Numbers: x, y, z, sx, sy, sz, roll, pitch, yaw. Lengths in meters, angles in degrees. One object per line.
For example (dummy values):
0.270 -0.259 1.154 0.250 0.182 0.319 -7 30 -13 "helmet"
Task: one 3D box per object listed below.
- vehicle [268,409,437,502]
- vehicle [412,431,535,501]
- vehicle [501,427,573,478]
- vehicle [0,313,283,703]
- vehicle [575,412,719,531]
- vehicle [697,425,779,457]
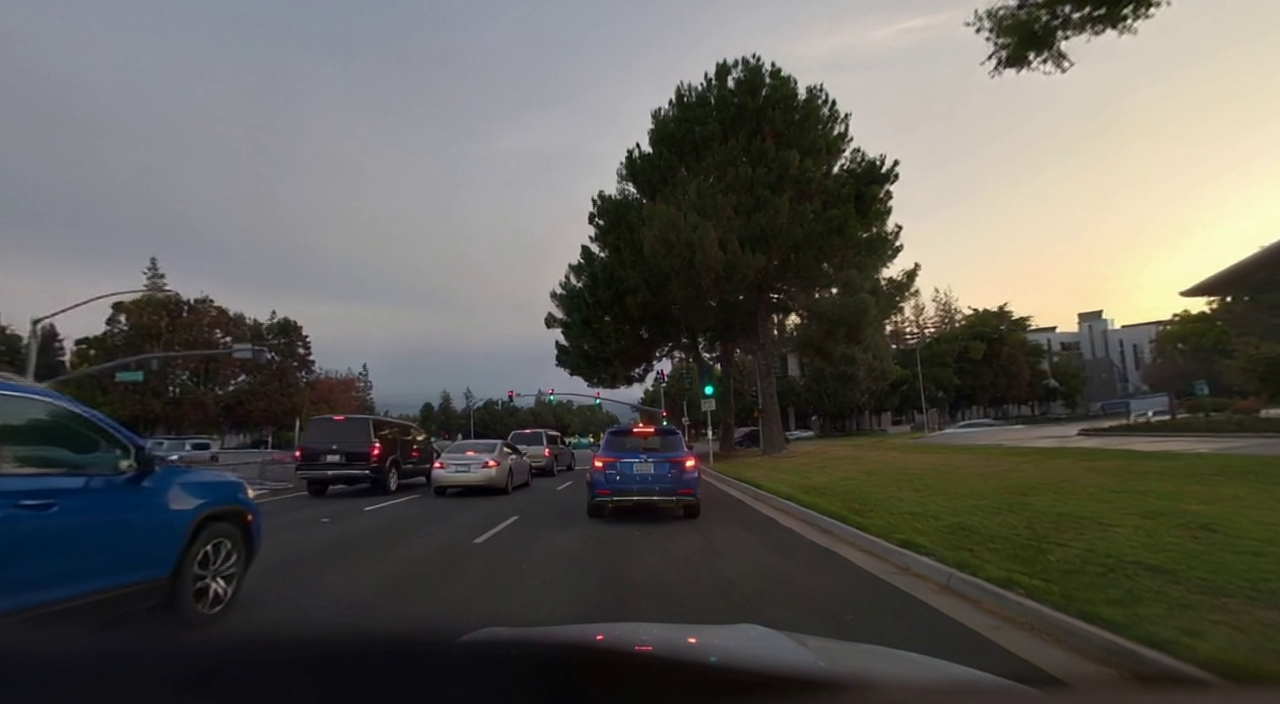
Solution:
-7.400 2.749 17.055 2.195 2.093 5.185 0 -9 -1 "vehicle"
-4.022 2.823 16.067 1.942 1.523 4.212 0 -9 0 "vehicle"
-3.912 3.933 24.848 2.043 1.813 4.549 0 -9 0 "vehicle"
-4.069 0.769 2.765 2.088 1.947 5.119 0 -9 -1 "vehicle"
0.089 2.035 11.237 2.055 1.681 4.270 0 -9 0 "vehicle"
6.412 5.909 41.802 5.152 2.001 2.060 -1 -9 4 "vehicle"
